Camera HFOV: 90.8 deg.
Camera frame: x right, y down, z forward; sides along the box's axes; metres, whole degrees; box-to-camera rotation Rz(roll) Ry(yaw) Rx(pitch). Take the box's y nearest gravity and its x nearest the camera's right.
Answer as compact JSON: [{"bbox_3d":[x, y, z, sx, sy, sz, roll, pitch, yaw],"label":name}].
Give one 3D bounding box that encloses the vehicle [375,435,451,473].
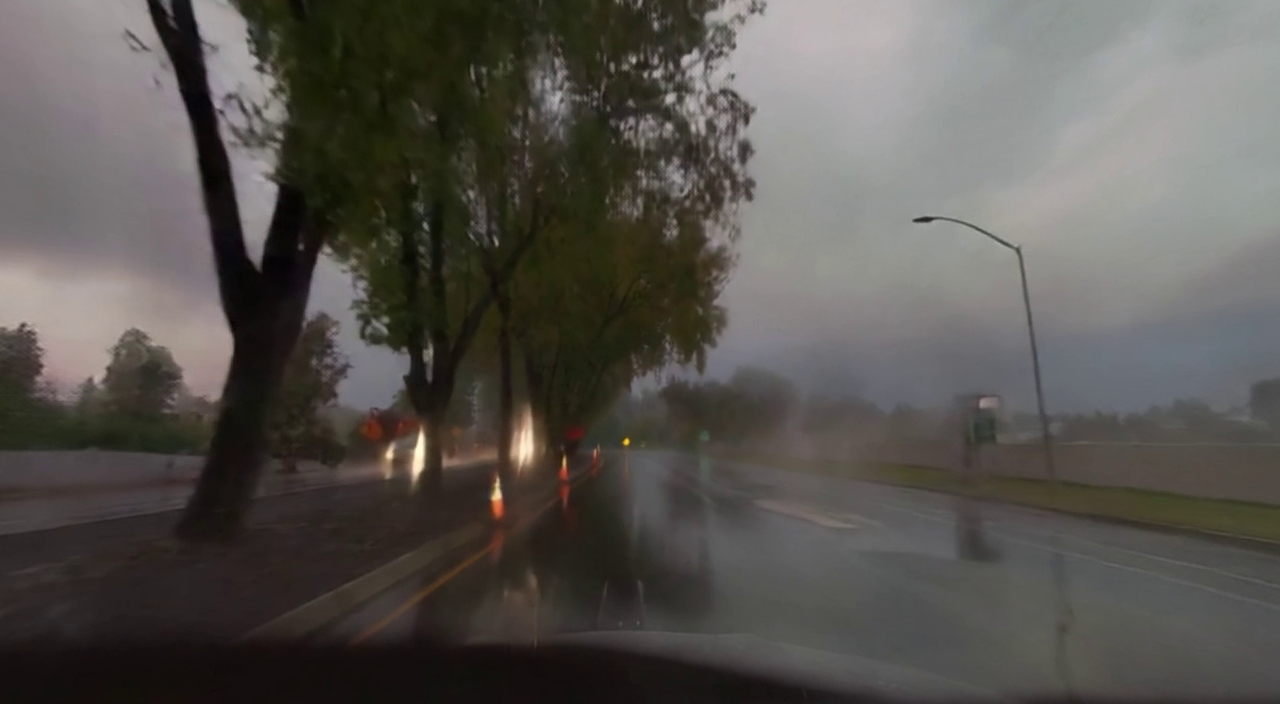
[{"bbox_3d":[-11.361,5.162,32.071,2.236,1.758,4.564,0,-8,-1],"label":"vehicle"}]
